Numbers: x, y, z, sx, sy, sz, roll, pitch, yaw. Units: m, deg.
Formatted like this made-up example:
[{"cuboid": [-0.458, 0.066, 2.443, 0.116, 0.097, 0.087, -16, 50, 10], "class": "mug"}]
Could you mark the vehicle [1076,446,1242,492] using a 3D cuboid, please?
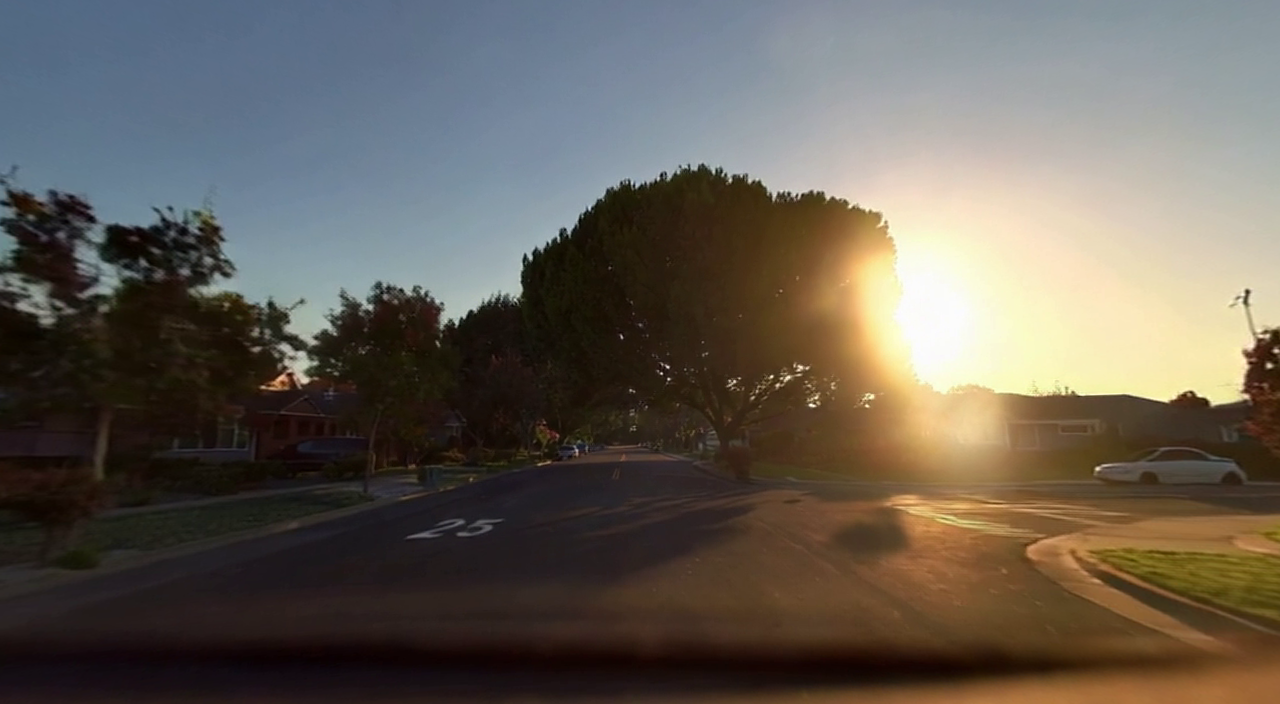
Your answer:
[{"cuboid": [20.162, 4.529, 24.717, 4.607, 1.694, 2.106, 0, -9, -1], "class": "vehicle"}]

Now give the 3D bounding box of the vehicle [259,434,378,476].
[{"cuboid": [-13.453, 4.340, 26.606, 3.921, 1.629, 1.832, 0, -10, 2], "class": "vehicle"}]
